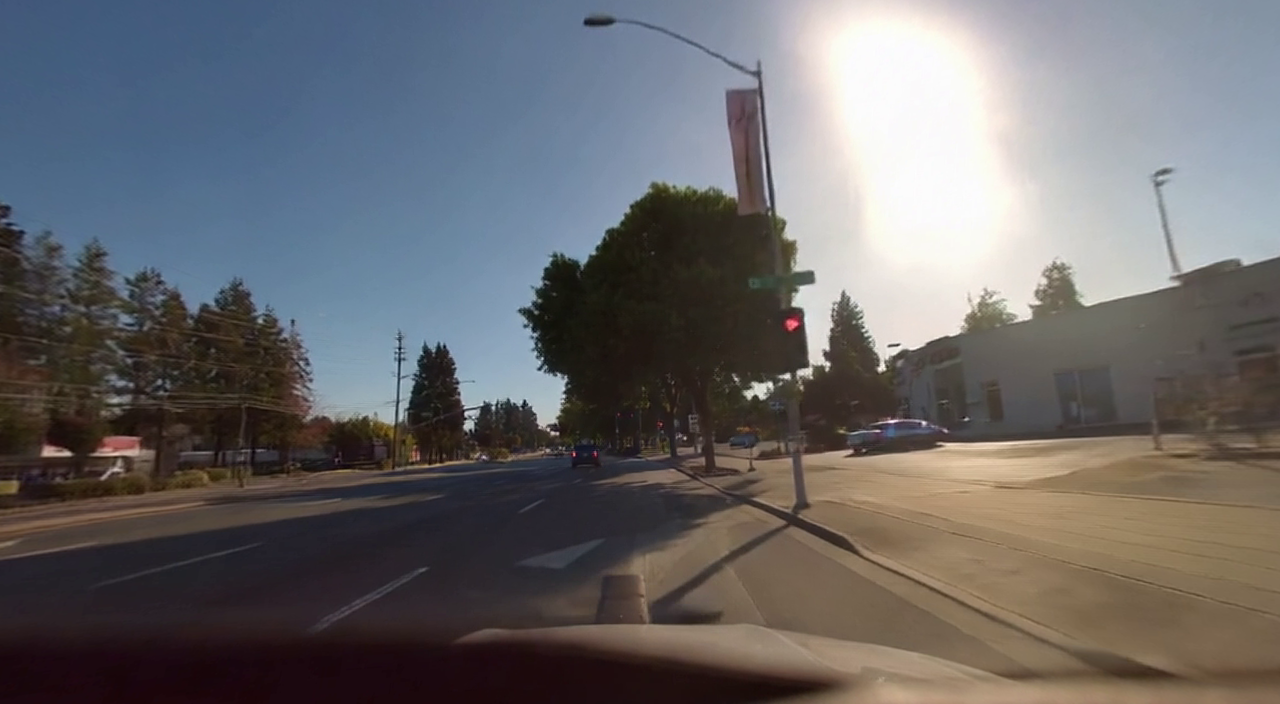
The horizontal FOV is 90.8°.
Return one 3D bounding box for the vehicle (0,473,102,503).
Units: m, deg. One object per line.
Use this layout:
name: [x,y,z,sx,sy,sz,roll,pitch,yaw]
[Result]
vehicle: [-34.133,7.792,36.208,4.614,1.534,2.229,0,-8,2]
